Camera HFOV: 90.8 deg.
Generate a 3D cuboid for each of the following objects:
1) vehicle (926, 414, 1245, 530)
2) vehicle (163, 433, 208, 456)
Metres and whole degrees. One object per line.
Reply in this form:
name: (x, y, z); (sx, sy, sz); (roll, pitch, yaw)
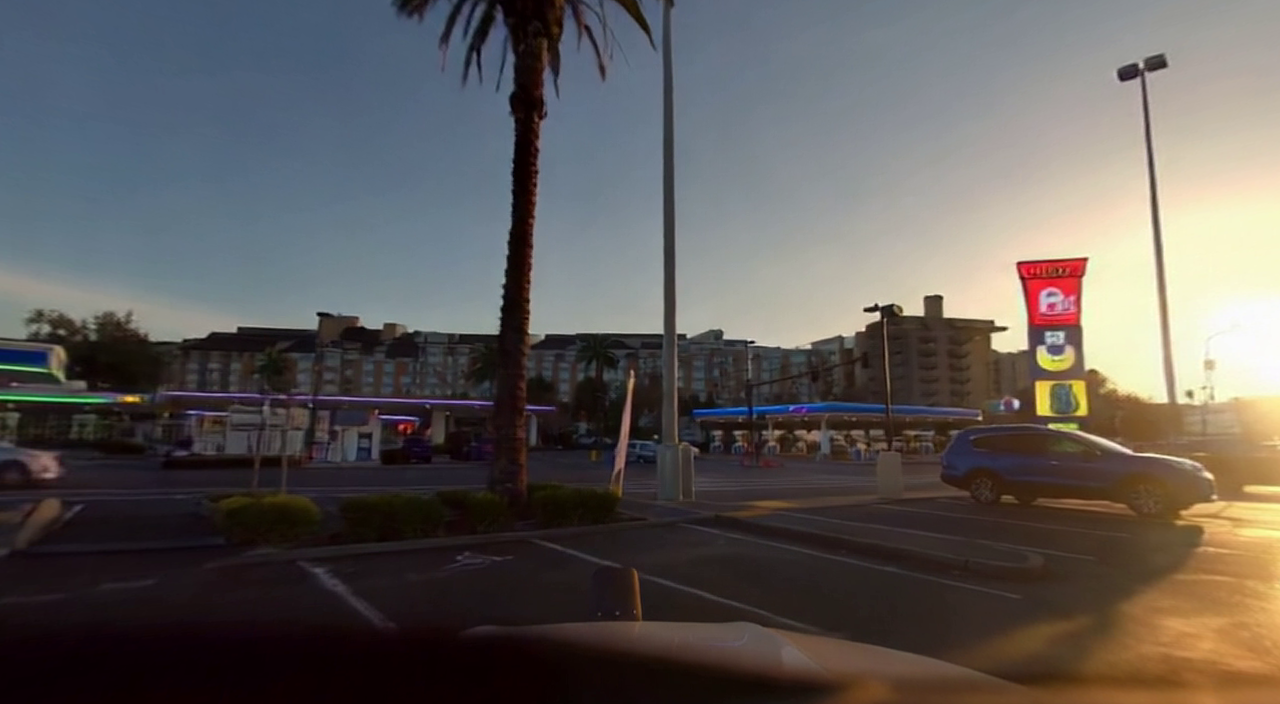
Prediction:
vehicle: (8.631, 2.318, 12.801); (2.028, 1.850, 4.731); (5, -10, -31)
vehicle: (-30.501, 6.232, 42.508); (1.901, 1.463, 3.948); (5, -10, -29)
